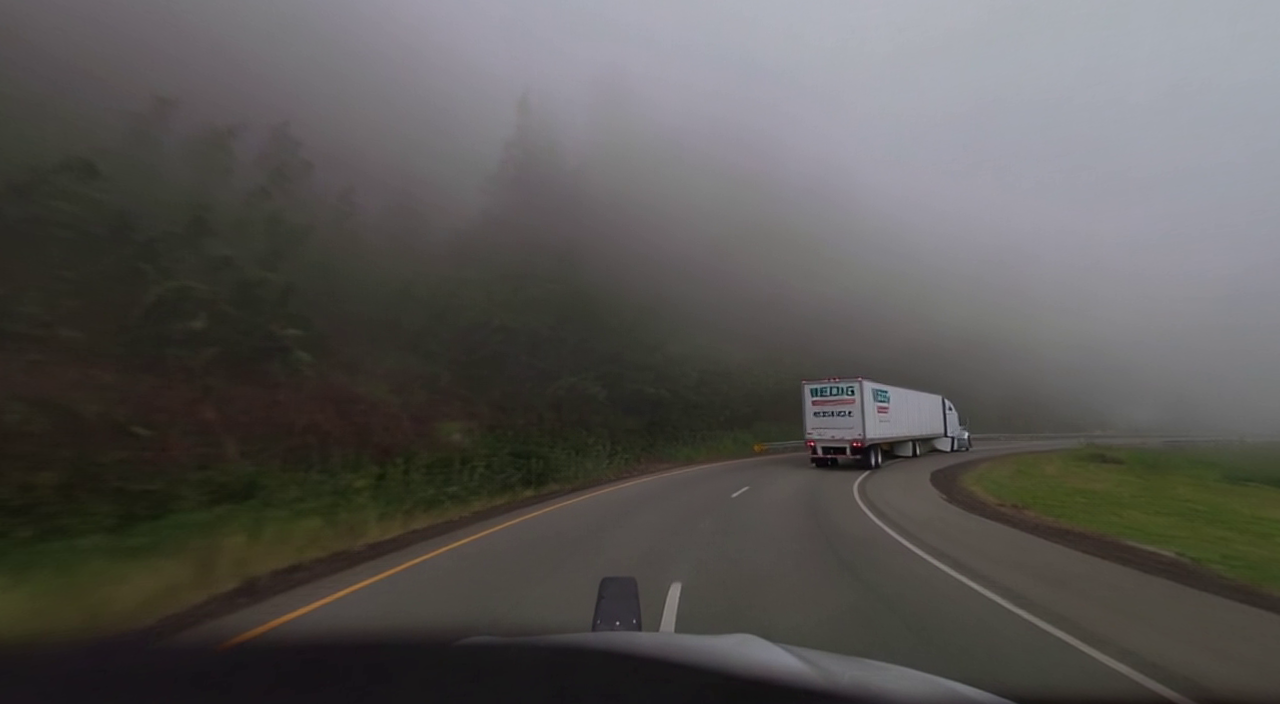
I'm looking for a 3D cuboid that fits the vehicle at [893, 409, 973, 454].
[{"bbox_3d":[18.097,4.937,38.599,6.650,2.524,2.120,8,-11,-44],"label":"vehicle"}]

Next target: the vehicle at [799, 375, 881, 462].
[{"bbox_3d":[9.397,3.182,29.413,2.963,3.771,3.137,-4,-9,28],"label":"vehicle"}]
